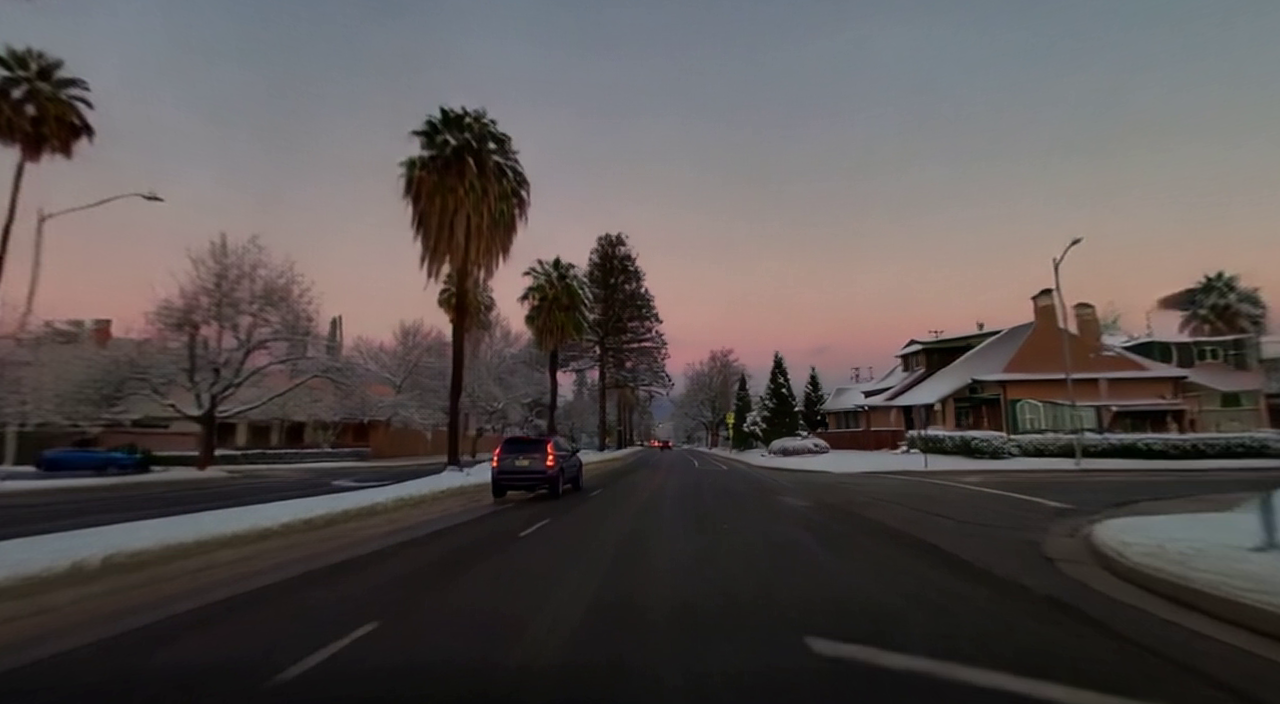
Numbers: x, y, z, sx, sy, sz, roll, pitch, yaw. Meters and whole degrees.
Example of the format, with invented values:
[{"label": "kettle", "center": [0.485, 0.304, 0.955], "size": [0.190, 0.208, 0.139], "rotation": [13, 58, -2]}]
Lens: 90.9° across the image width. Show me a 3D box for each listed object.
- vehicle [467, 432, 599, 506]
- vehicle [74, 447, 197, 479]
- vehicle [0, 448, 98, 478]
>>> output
[{"label": "vehicle", "center": [-2.330, 2.732, 15.218], "size": [2.075, 1.498, 4.730], "rotation": [-1, -8, 4]}, {"label": "vehicle", "center": [-25.464, 5.578, 31.874], "size": [4.776, 1.491, 1.991], "rotation": [-1, -9, 8]}, {"label": "vehicle", "center": [-31.068, 5.712, 32.666], "size": [4.447, 1.484, 1.845], "rotation": [-1, -8, 6]}]
